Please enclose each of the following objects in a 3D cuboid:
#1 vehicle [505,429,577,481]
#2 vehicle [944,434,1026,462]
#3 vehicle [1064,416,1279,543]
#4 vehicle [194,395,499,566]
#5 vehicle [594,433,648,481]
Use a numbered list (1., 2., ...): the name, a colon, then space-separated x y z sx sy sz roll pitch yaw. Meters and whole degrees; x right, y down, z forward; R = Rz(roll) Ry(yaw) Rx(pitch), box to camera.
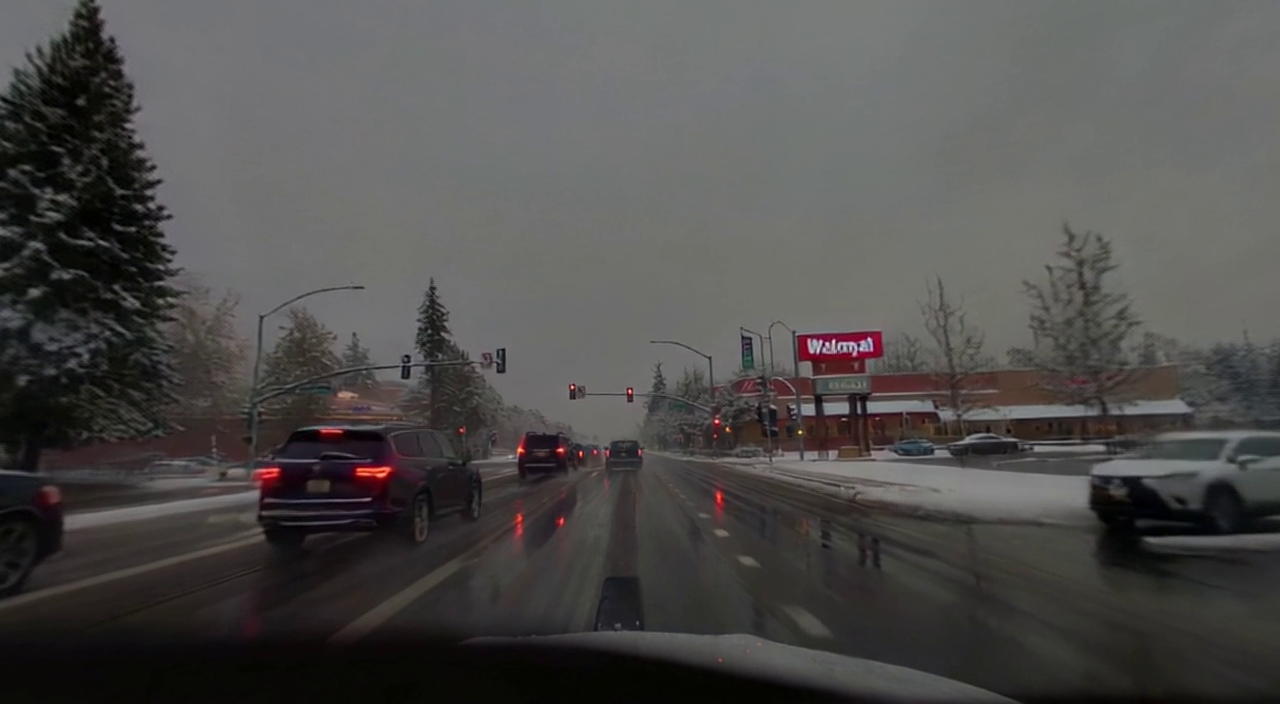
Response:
1. vehicle: -4.112 4.408 27.409 2.252 1.999 5.605 0 -8 0
2. vehicle: 26.662 7.424 48.956 5.039 1.877 2.076 -3 -8 -1
3. vehicle: 9.807 1.953 10.161 4.734 1.726 2.039 1 -9 -10
4. vehicle: -3.803 1.791 9.522 2.159 1.877 4.925 0 -8 1
5. vehicle: -0.773 4.325 26.303 2.061 1.809 4.141 0 -8 -1
